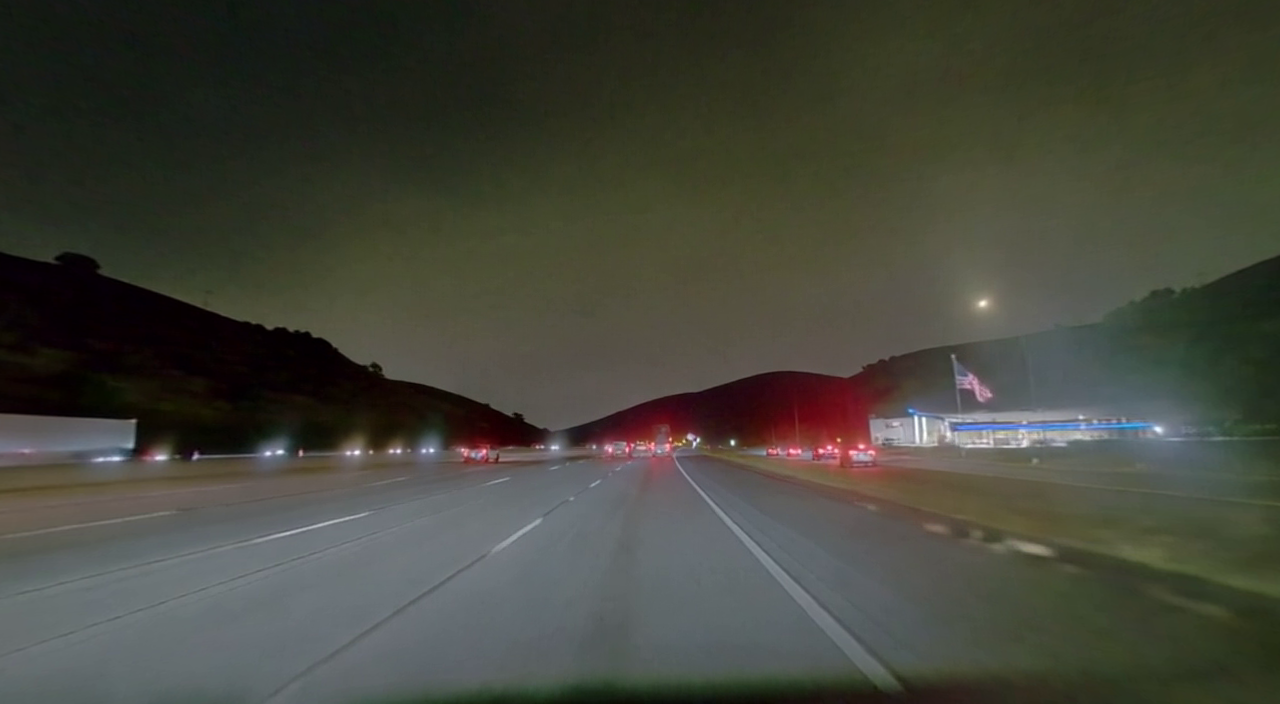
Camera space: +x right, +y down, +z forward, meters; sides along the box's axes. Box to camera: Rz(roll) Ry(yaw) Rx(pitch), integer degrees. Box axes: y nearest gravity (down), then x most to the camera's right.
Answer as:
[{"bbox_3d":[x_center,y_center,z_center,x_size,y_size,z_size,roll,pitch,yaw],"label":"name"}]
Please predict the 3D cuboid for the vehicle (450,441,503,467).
[{"bbox_3d":[-9.995,6.265,38.981,1.927,1.454,4.395,-1,-8,3],"label":"vehicle"}]

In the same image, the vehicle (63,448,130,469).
[{"bbox_3d":[-41.201,8.047,47.883,1.711,1.456,3.747,1,-9,0],"label":"vehicle"}]
